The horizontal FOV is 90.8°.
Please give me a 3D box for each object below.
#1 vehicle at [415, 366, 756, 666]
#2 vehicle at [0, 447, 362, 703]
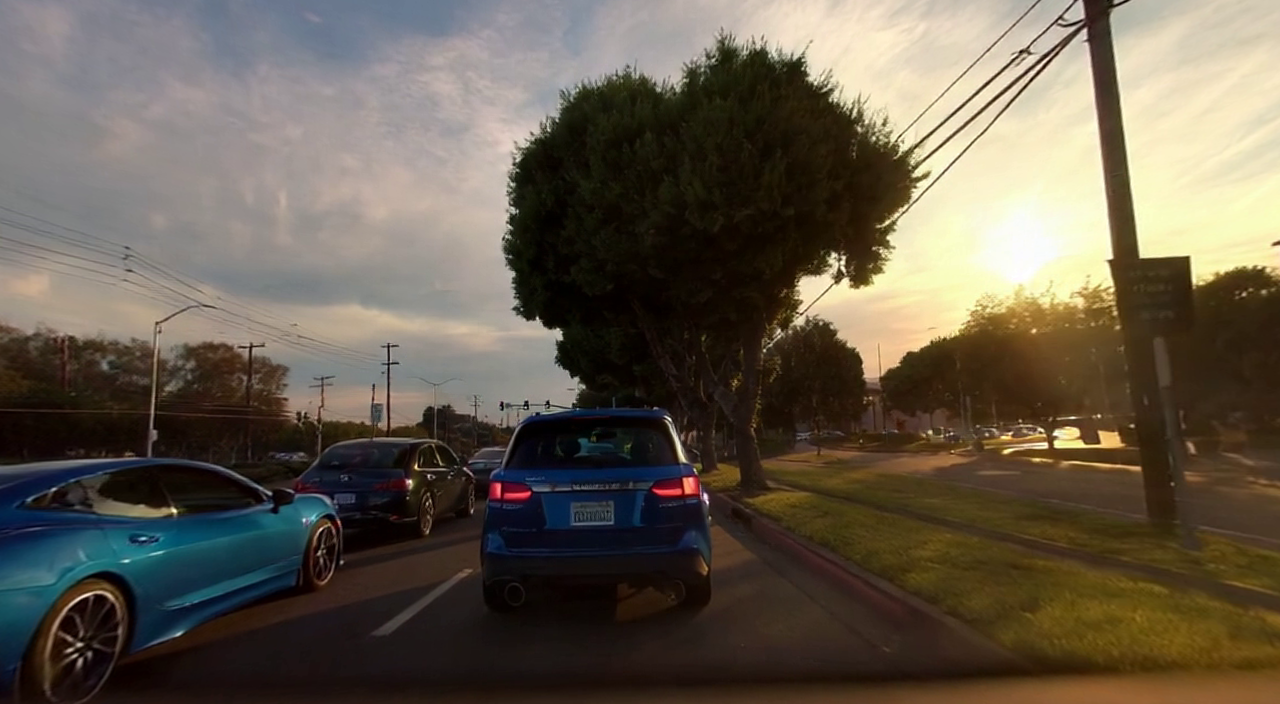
[{"bbox_3d":[-0.277,1.248,5.768,2.012,1.769,3.897,0,-8,1],"label":"vehicle"},{"bbox_3d":[-3.736,1.279,4.016,1.865,1.314,4.461,0,-8,1],"label":"vehicle"}]
